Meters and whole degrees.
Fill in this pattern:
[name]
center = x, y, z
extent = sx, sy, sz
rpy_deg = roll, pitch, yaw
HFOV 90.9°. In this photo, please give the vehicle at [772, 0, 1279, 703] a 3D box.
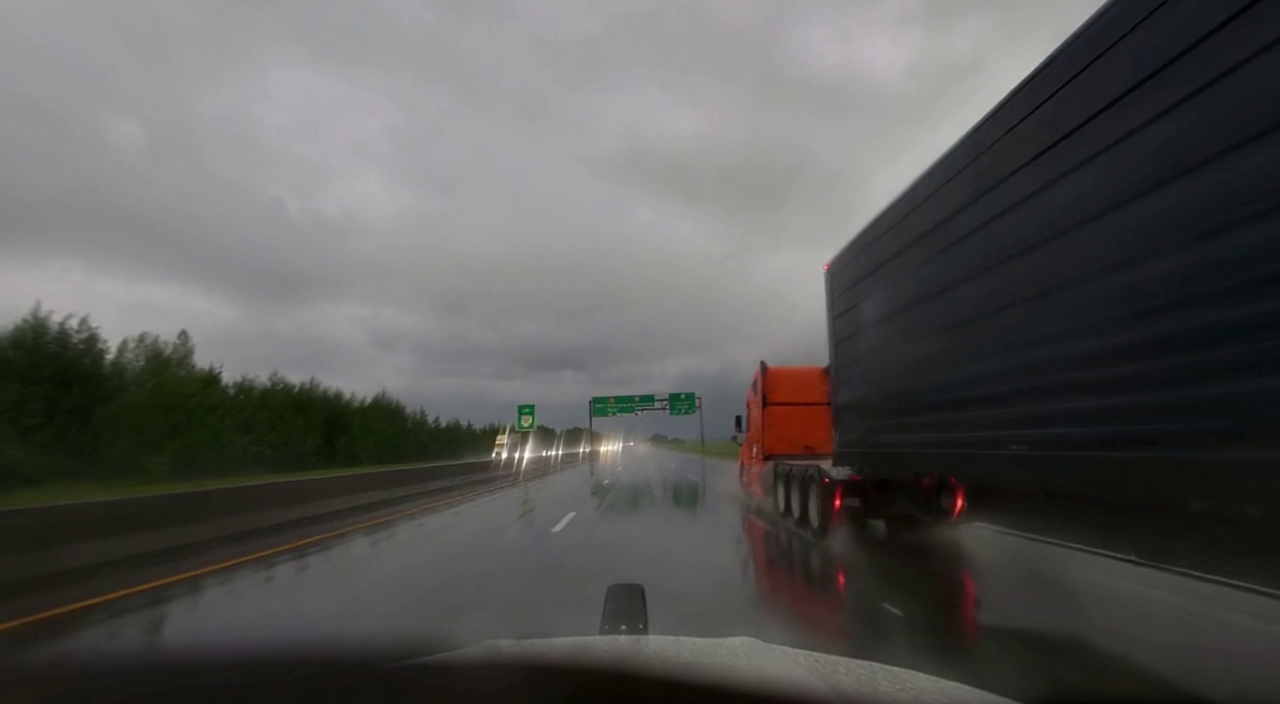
[vehicle]
center = 4.084, 0.095, 5.393
extent = 3.060, 4.100, 13.141
rpy_deg = 0, -9, 0
